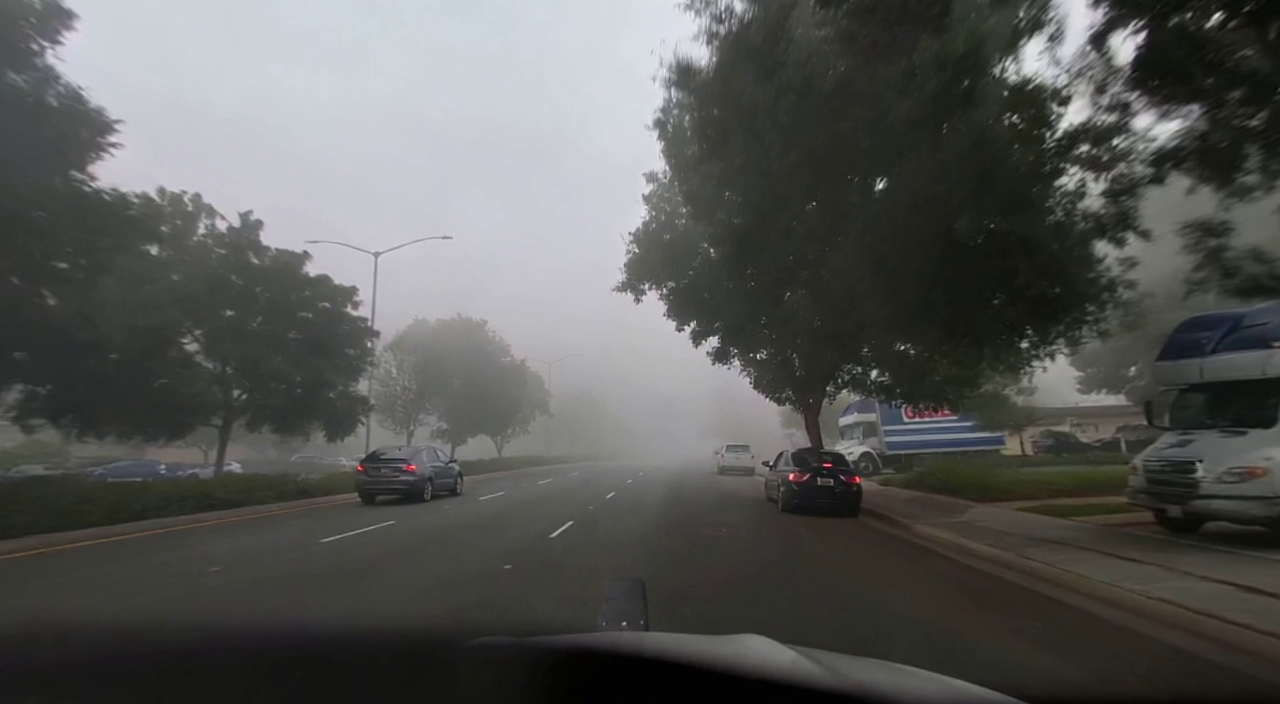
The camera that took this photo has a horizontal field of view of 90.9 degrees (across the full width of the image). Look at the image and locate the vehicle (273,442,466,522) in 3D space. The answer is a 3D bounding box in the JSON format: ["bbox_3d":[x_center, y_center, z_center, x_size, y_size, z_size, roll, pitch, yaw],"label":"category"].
[{"bbox_3d":[-5.704,2.770,14.120,2.060,1.473,4.645,0,-8,3],"label":"vehicle"}]

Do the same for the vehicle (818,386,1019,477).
[{"bbox_3d":[11.830,3.417,27.157,7.138,3.310,2.943,-2,-9,-9],"label":"vehicle"}]

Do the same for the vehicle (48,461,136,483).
[{"bbox_3d":[-42.472,9.318,48.965,4.603,1.577,2.157,1,-8,-8],"label":"vehicle"}]

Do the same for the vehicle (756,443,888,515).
[{"bbox_3d":[3.969,2.816,14.568,1.849,1.393,4.377,0,-8,2],"label":"vehicle"}]

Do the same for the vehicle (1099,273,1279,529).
[{"bbox_3d":[11.909,0.856,9.529,8.495,3.147,2.773,2,-9,-12],"label":"vehicle"}]

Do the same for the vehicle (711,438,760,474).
[{"bbox_3d":[4.861,5.366,32.715,2.064,1.697,4.718,0,-8,3],"label":"vehicle"}]
